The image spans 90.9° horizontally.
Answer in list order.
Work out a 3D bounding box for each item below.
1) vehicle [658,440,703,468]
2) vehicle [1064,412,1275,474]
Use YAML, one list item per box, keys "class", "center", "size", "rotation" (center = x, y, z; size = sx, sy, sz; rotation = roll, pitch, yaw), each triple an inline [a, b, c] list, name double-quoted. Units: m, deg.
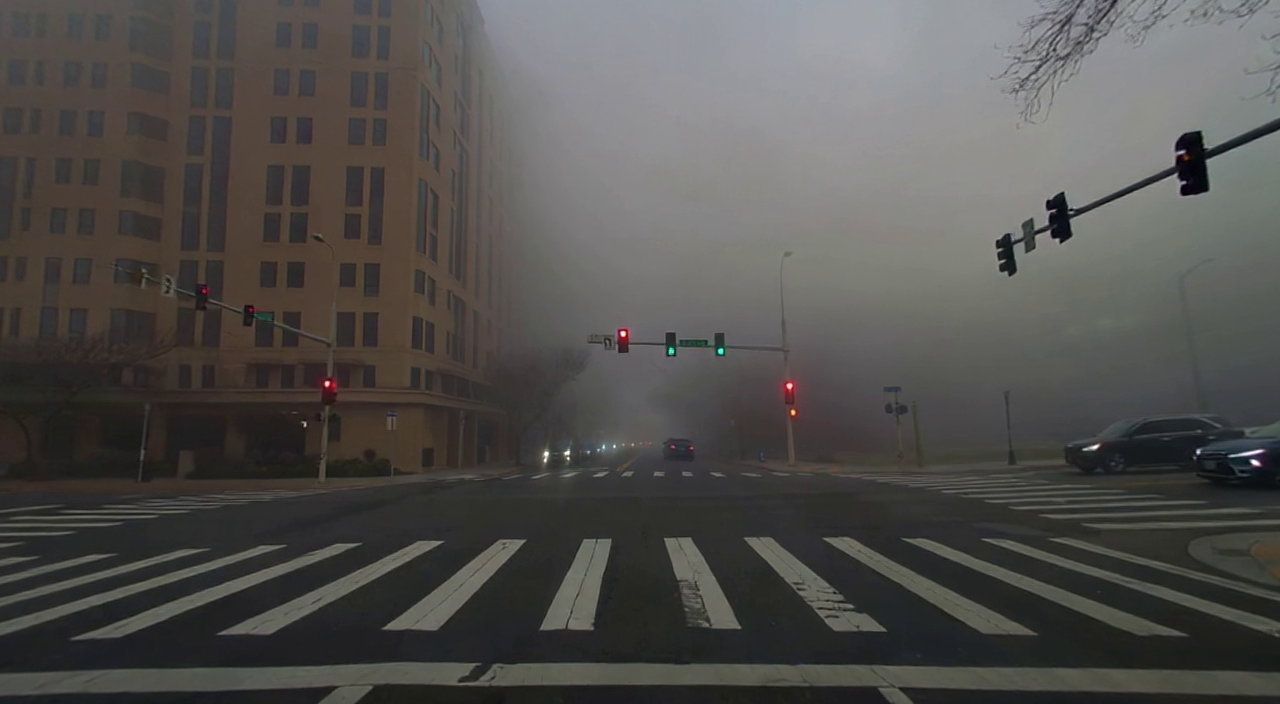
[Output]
- class: "vehicle"
  center: [2.255, 5.871, 36.394]
  size: [2.039, 1.470, 4.355]
  rotation: [0, -8, -4]
- class: "vehicle"
  center: [16.918, 2.938, 20.397]
  size: [4.802, 1.860, 2.146]
  rotation: [0, -8, 0]
